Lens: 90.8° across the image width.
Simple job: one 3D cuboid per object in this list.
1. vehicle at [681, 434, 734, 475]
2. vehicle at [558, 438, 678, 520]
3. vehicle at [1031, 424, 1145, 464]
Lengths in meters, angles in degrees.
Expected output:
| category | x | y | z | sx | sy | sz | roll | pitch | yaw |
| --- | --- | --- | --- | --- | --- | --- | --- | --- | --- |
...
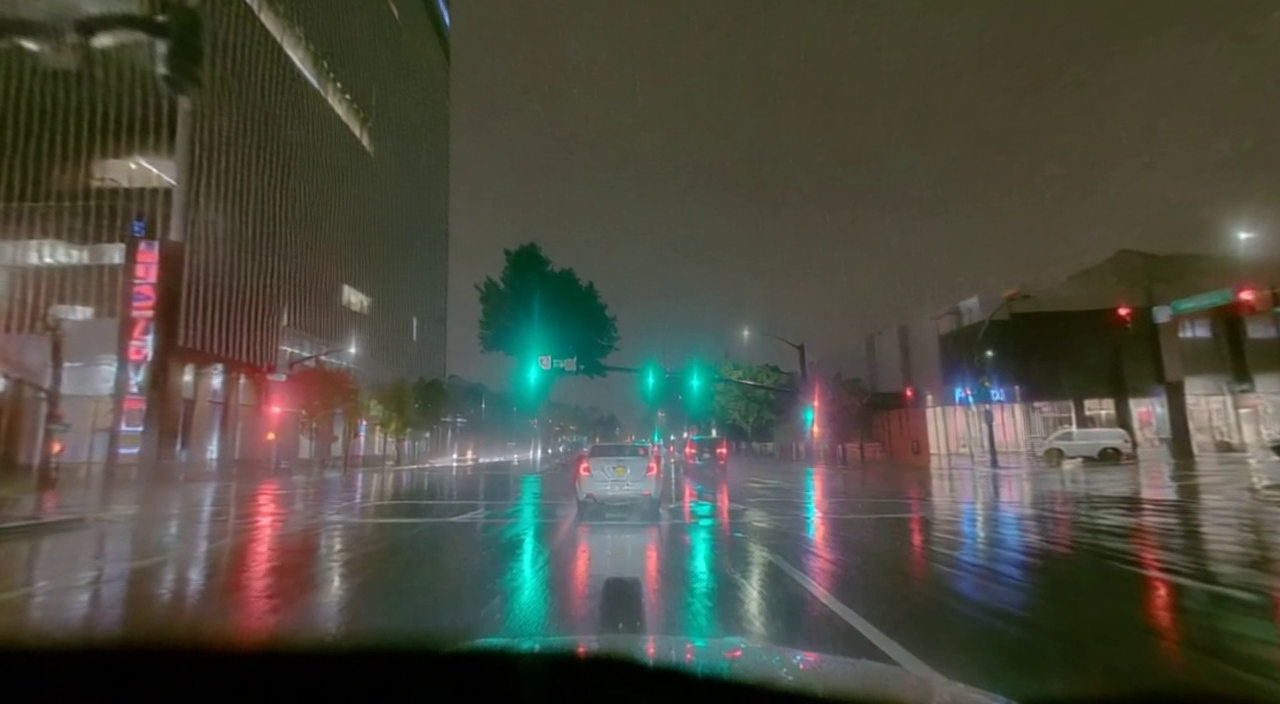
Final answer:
| category | x | y | z | sx | sy | sz | roll | pitch | yaw |
| --- | --- | --- | --- | --- | --- | --- | --- | --- | --- |
| vehicle | 3.202 | 4.906 | 30.601 | 2.078 | 1.799 | 4.089 | 1 | -7 | -1 |
| vehicle | -0.436 | 2.565 | 13.419 | 2.144 | 1.398 | 3.963 | 1 | -7 | -1 |
| vehicle | 23.961 | 4.957 | 33.925 | 4.384 | 2.000 | 2.345 | 1 | -8 | -4 |
